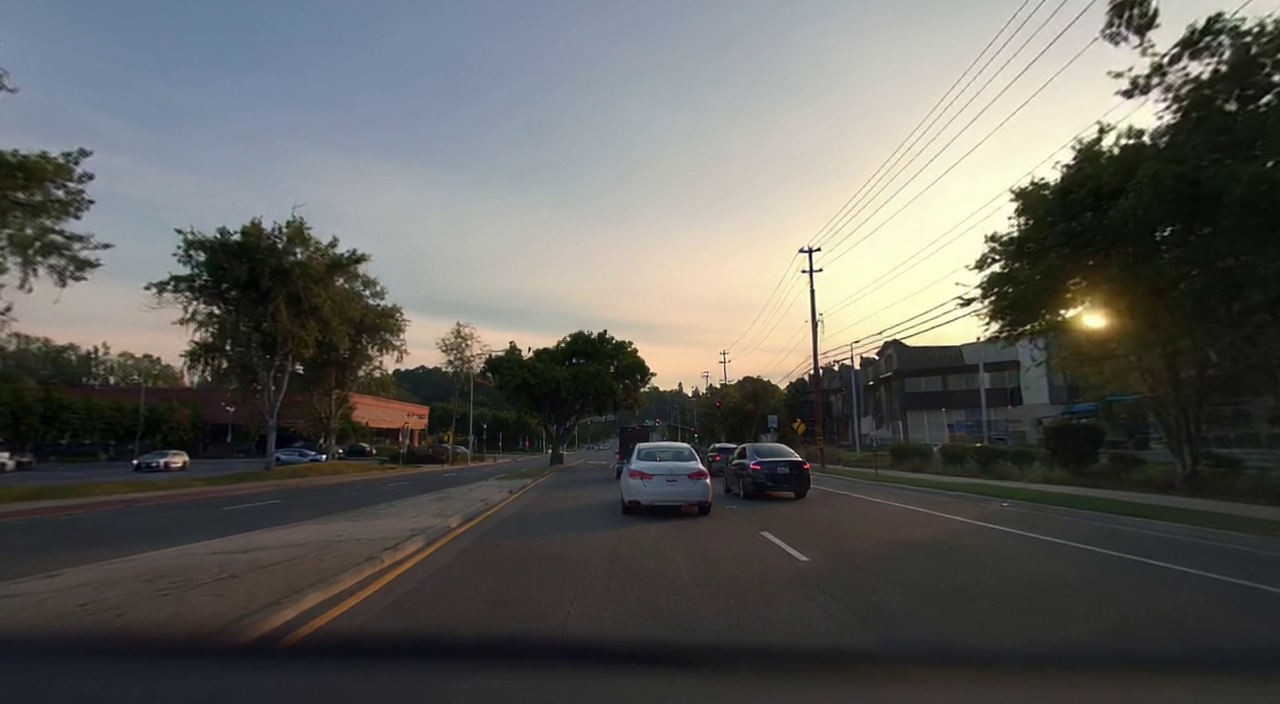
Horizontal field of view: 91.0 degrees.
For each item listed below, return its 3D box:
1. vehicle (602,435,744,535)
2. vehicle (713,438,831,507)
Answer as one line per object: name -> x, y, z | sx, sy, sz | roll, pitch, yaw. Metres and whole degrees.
vehicle -> 0.419, 2.307, 11.574 | 2.144, 1.473, 4.028 | 0, -8, -2
vehicle -> 3.148, 2.950, 15.919 | 1.985, 1.489, 4.036 | 0, -8, -2
